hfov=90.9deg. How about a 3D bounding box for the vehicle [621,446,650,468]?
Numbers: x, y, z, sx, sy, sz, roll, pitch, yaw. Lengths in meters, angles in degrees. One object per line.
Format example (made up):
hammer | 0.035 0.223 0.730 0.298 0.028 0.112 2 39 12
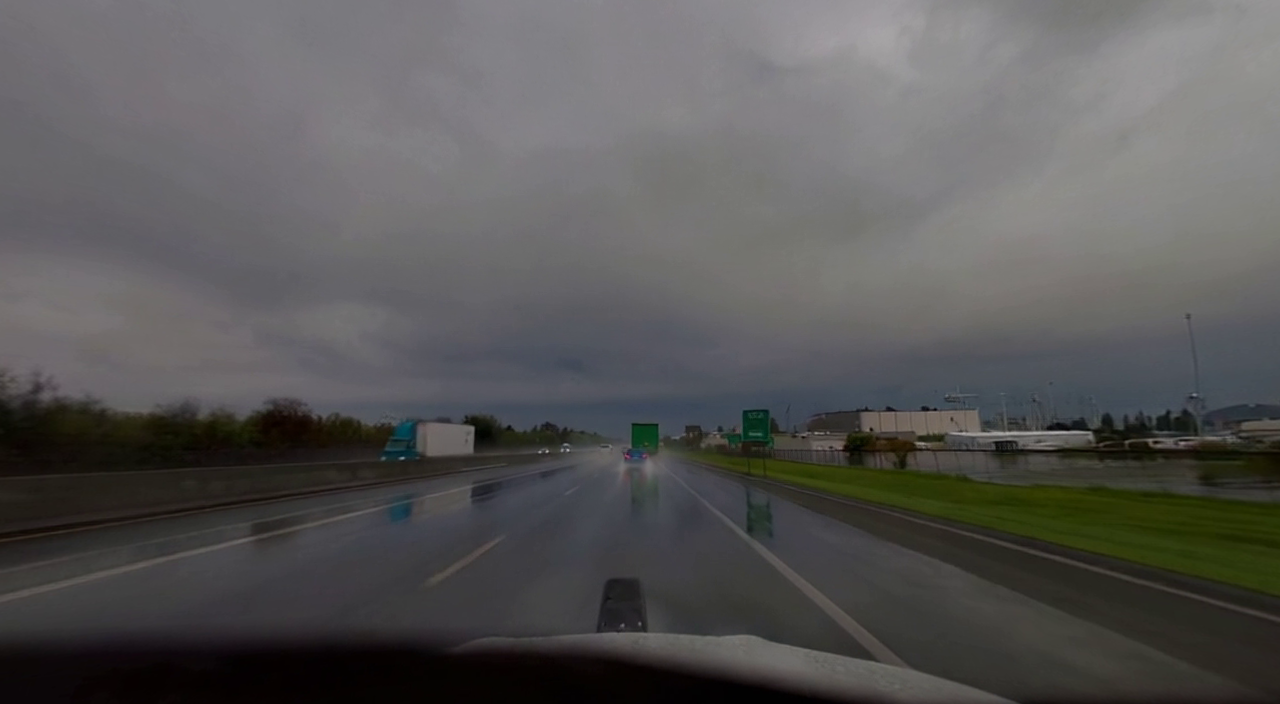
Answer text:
vehicle | -0.330 7.915 47.670 2.094 1.559 3.945 0 -9 0
